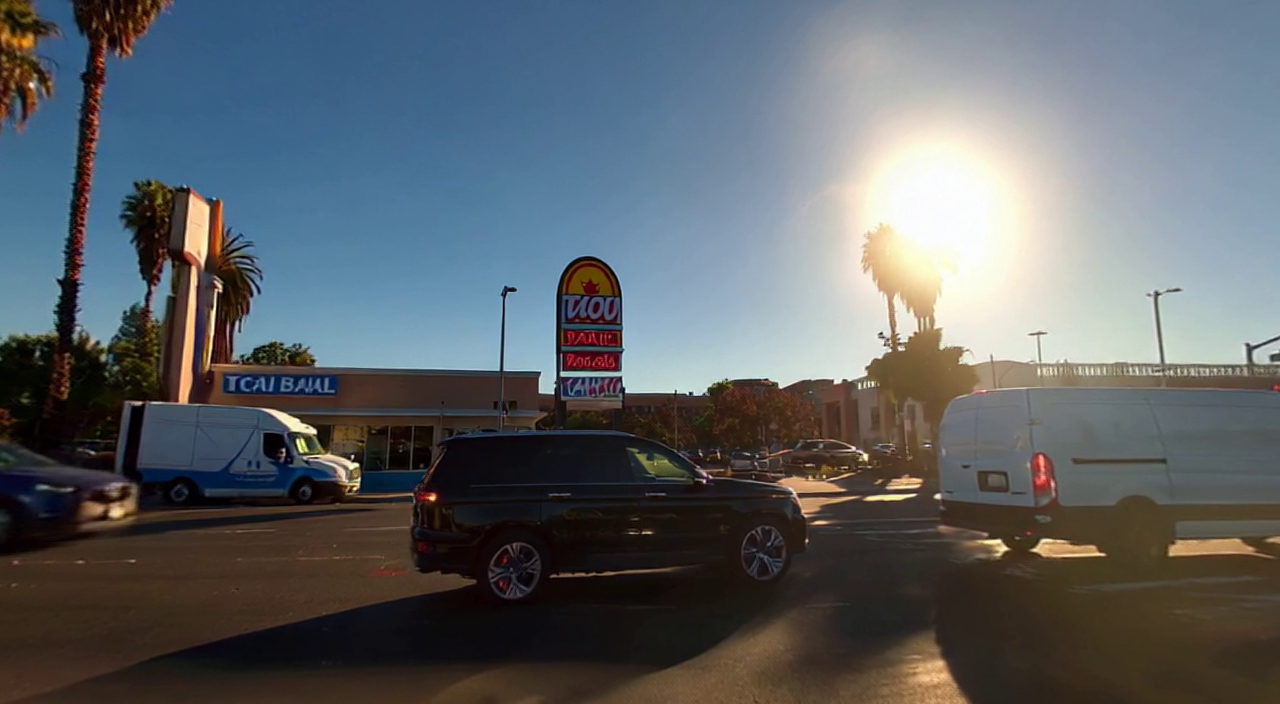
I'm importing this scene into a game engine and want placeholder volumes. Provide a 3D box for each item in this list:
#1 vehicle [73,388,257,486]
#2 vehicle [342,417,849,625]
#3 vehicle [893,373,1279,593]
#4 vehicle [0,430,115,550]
[{"bbox_3d":[-21.537,4.017,29.444,3.034,3.929,7.699,1,-9,-6],"label":"vehicle"},{"bbox_3d":[-0.421,1.624,6.764,4.493,1.728,2.137,1,-9,-8],"label":"vehicle"},{"bbox_3d":[6.782,1.528,7.930,6.246,2.202,2.277,1,-9,-7],"label":"vehicle"},{"bbox_3d":[-10.970,1.999,9.396,4.280,1.625,2.062,1,-9,-7],"label":"vehicle"}]
